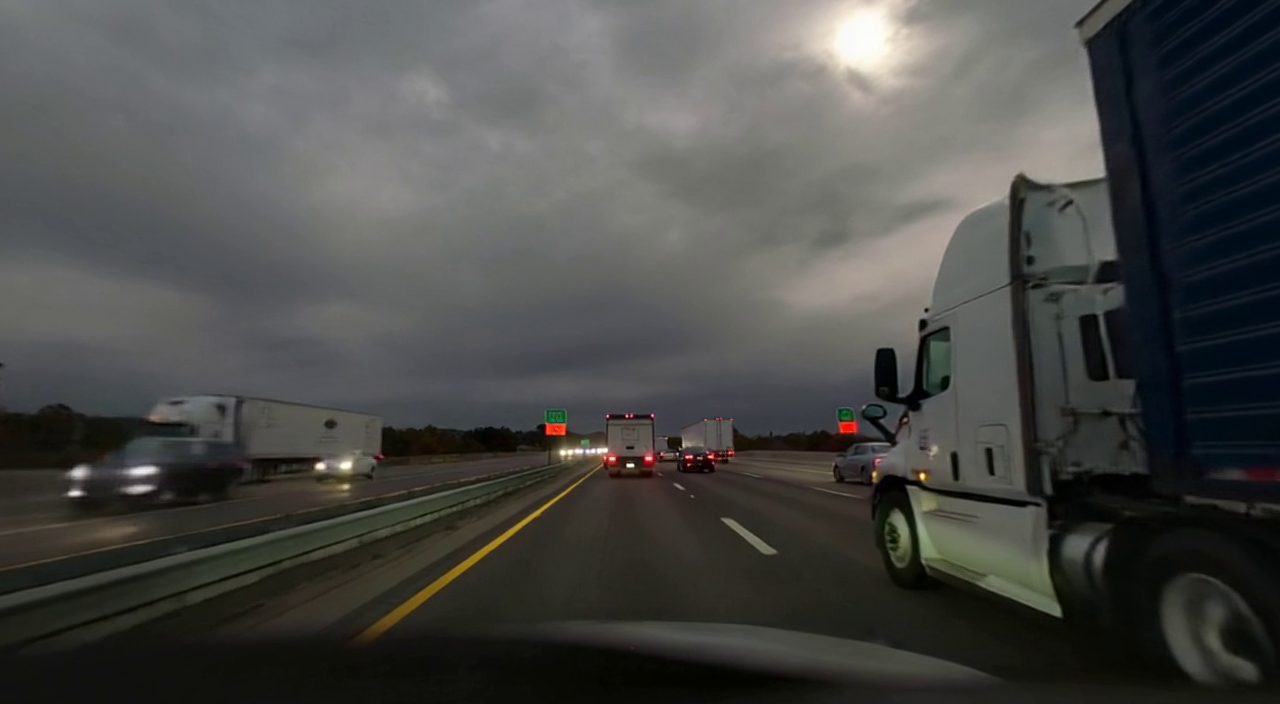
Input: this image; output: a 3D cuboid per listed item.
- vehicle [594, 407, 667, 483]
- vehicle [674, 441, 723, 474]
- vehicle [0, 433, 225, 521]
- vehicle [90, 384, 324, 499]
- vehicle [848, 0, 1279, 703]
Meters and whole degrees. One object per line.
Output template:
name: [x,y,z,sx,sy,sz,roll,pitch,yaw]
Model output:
vehicle: [-0.221,3.855,25.924,2.506,2.743,6.093,-1,-9,4]
vehicle: [3.045,5.600,33.424,2.127,1.642,3.899,0,-9,-1]
vehicle: [-13.297,3.108,16.124,2.044,1.914,4.638,0,-9,0]
vehicle: [-18.011,3.962,27.541,3.003,4.059,10.427,0,-9,-2]
vehicle: [3.866,-0.469,1.473,2.972,4.007,10.643,0,-9,0]
